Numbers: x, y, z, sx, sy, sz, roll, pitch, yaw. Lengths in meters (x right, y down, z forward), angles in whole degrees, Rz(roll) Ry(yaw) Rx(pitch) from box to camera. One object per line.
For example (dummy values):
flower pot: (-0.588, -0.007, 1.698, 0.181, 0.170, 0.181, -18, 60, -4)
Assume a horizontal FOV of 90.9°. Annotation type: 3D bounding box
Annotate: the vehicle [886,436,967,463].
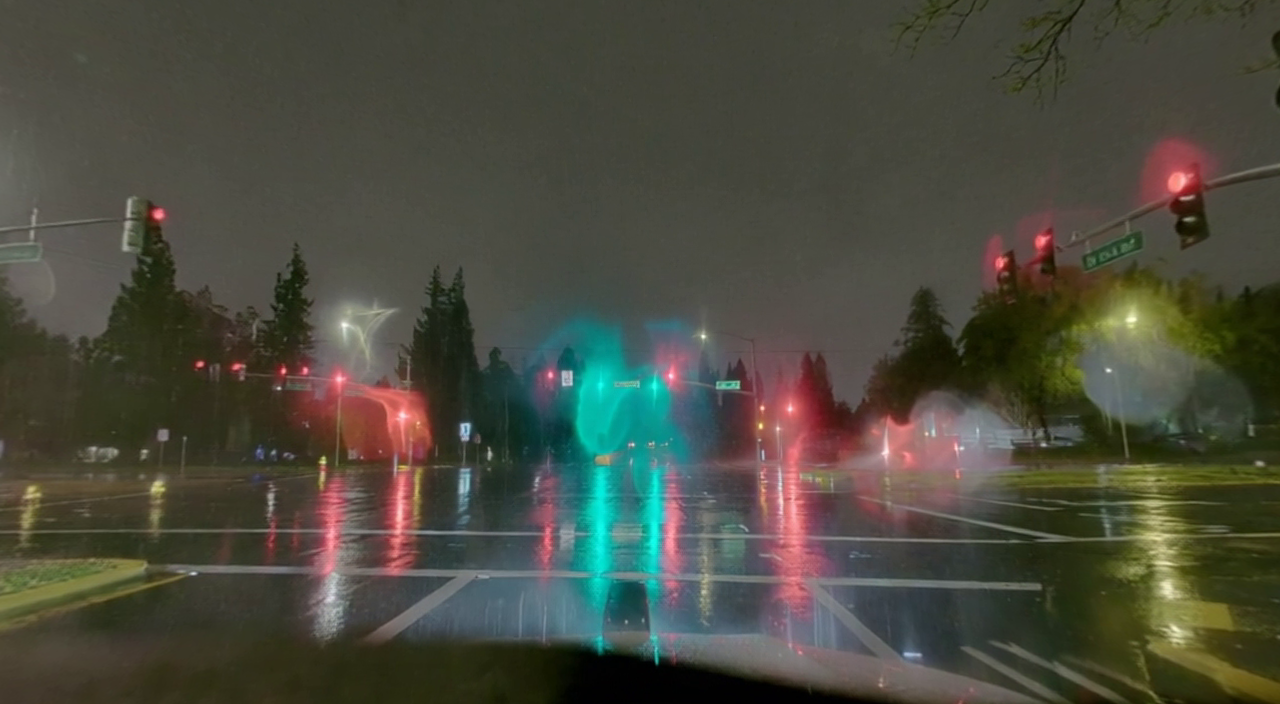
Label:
vehicle: (16.109, 5.506, 35.586, 3.952, 1.468, 1.768, -4, -9, 22)
